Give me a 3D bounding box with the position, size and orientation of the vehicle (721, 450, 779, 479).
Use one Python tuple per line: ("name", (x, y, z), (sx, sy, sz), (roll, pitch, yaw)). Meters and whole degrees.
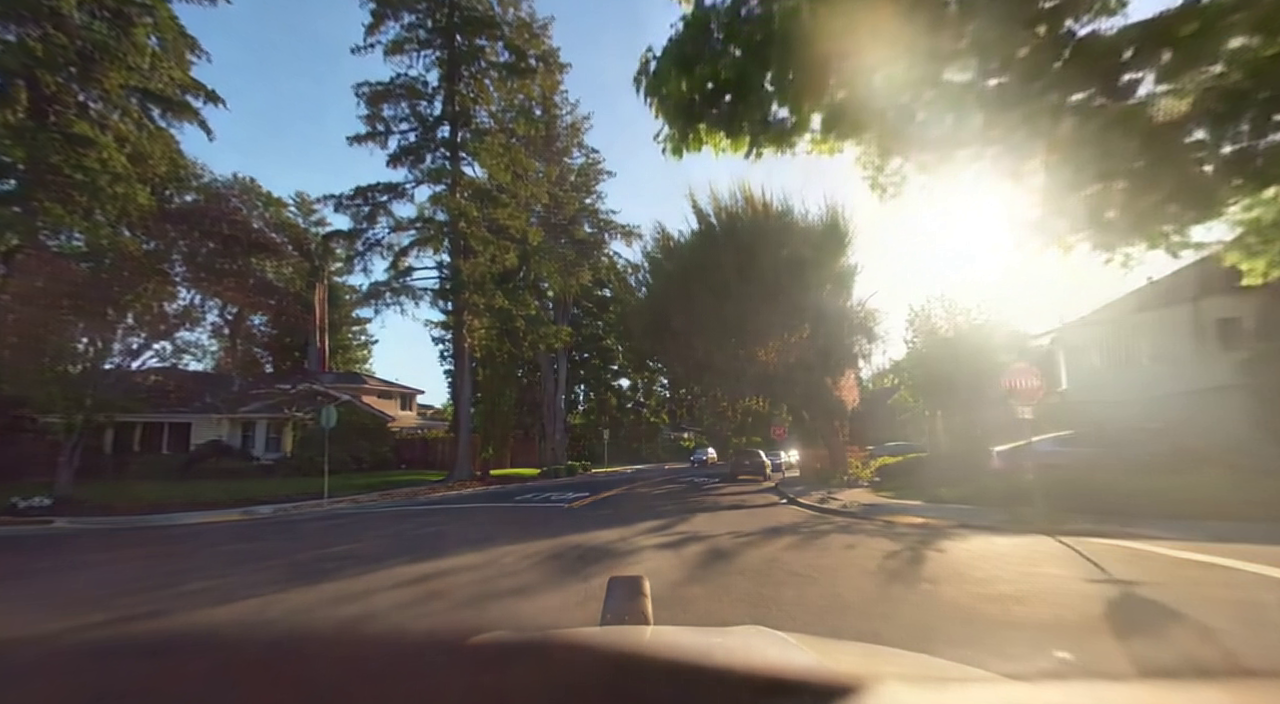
("vehicle", (6.978, 6.988, 39.526), (2.692, 1.649, 4.689), (-3, -9, 20))
